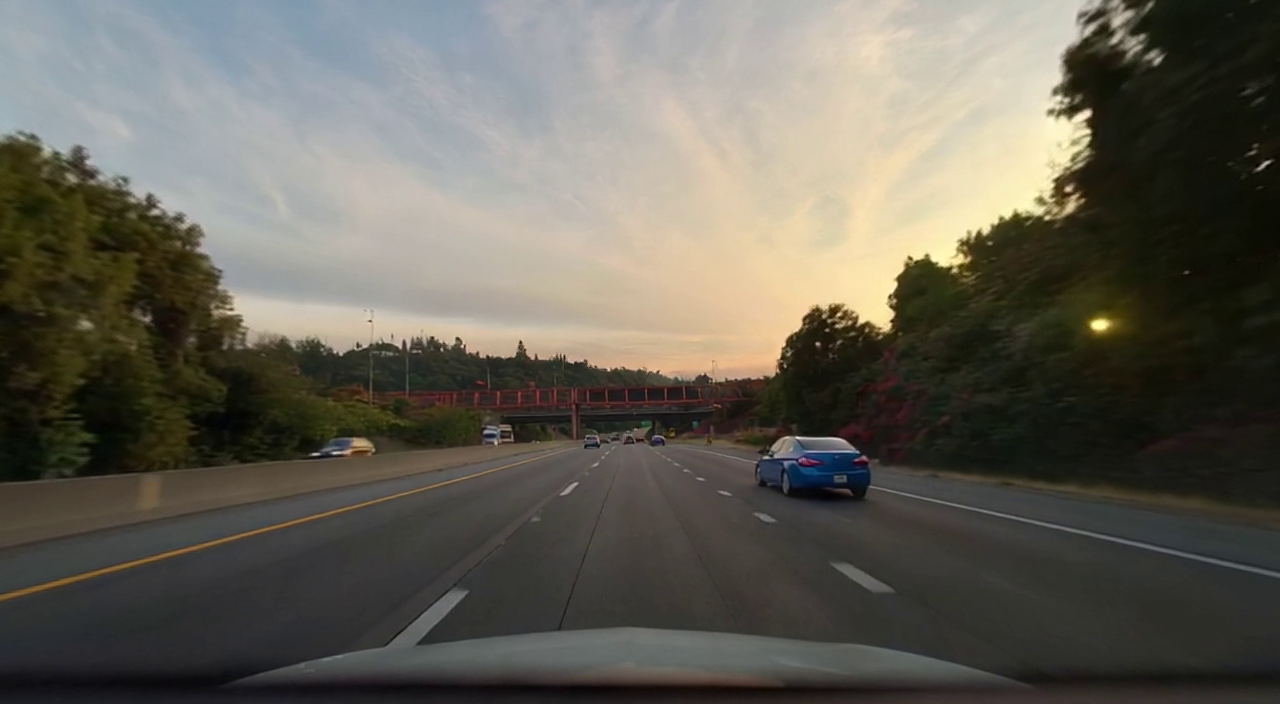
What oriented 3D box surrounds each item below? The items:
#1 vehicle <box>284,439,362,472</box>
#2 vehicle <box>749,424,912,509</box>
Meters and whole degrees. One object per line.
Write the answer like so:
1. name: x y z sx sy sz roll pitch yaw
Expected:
1. vehicle: -16.601 5.434 33.285 1.866 1.594 4.434 0 -8 -1
2. vehicle: 3.840 2.375 13.670 2.031 1.531 4.365 0 -8 -2
